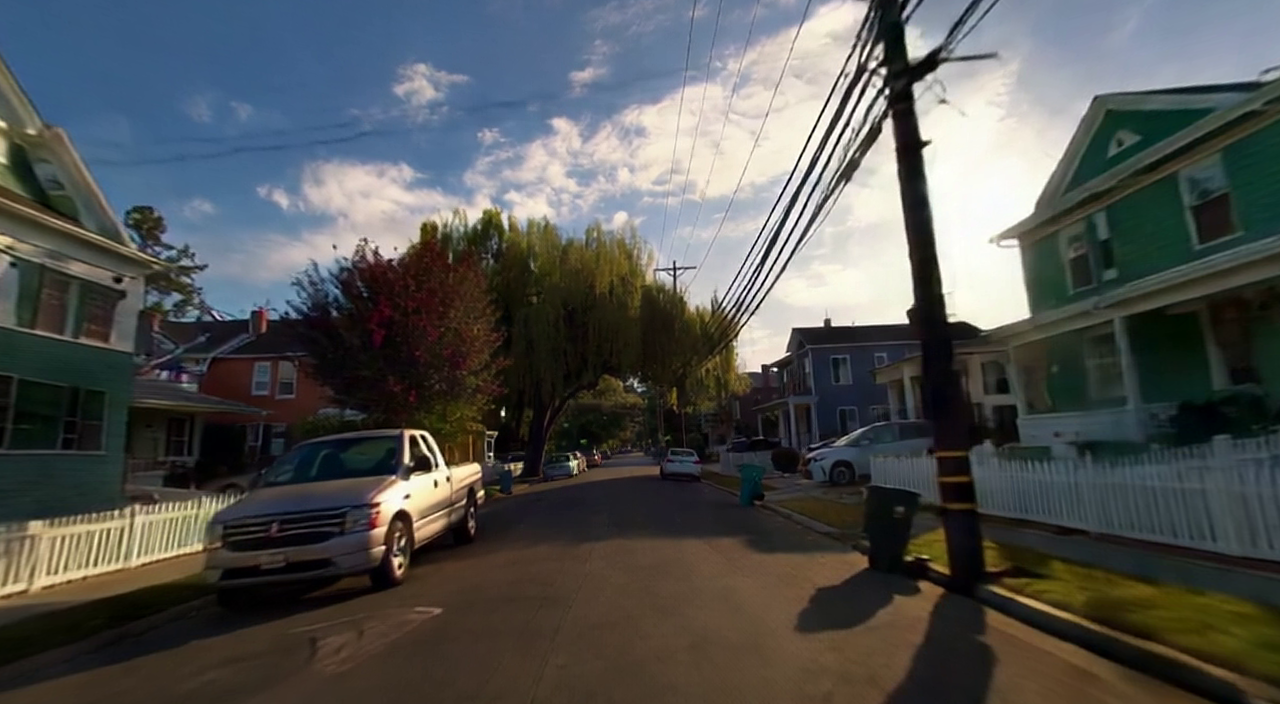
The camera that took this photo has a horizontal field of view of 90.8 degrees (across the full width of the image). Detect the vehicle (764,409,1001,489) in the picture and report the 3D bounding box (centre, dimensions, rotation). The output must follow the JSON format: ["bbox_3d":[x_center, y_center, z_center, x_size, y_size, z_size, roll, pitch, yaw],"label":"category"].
[{"bbox_3d":[6.773,2.747,18.206,5.974,2.066,2.152,1,-7,-1],"label":"vehicle"}]

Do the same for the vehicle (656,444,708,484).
[{"bbox_3d":[1.889,5.217,29.852,2.043,1.631,4.613,0,-8,-1],"label":"vehicle"}]

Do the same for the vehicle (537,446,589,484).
[{"bbox_3d":[-4.365,6.429,36.508,2.204,1.655,4.813,-8,-8,-1],"label":"vehicle"}]

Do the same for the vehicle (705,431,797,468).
[{"bbox_3d":[6.887,6.093,39.554,5.274,2.170,2.205,1,-7,-3],"label":"vehicle"}]

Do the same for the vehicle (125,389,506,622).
[{"bbox_3d":[-3.742,1.839,8.926,2.399,2.085,5.589,-3,-8,0],"label":"vehicle"}]
